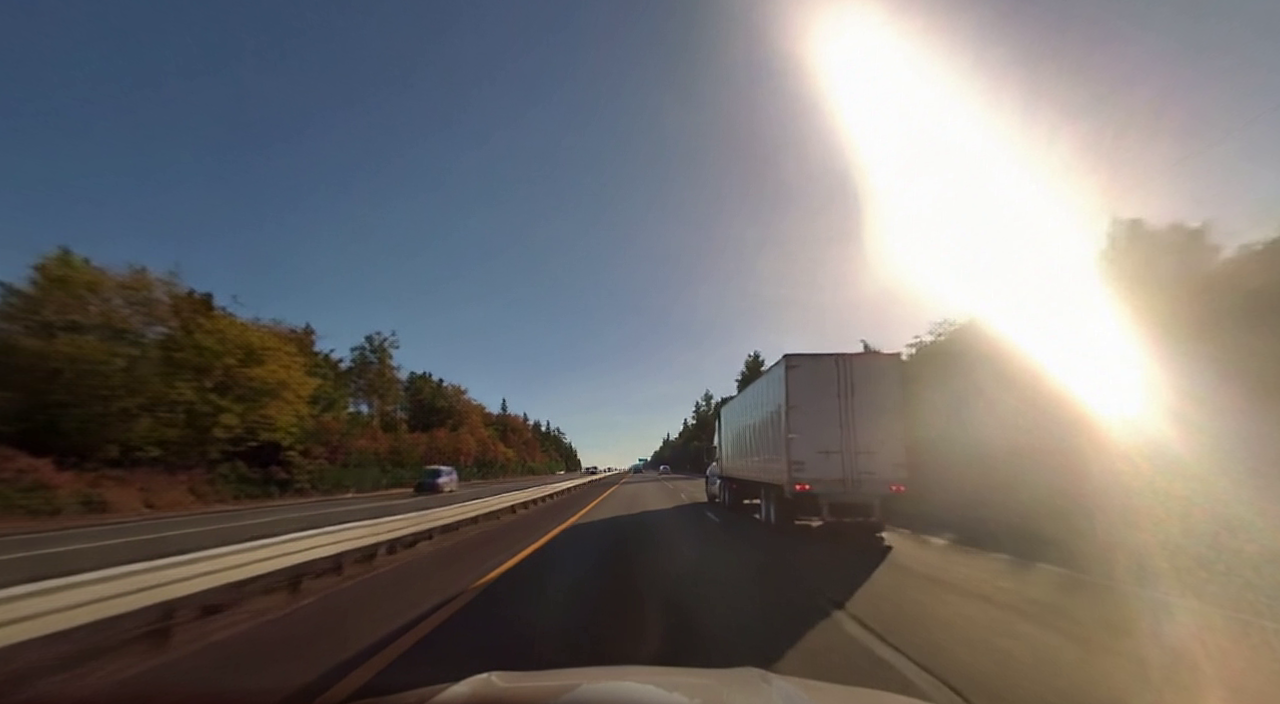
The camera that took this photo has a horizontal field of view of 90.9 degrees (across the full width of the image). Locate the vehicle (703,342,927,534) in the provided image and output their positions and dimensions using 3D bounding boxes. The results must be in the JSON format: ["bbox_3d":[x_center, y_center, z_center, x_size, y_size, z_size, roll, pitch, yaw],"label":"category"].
[{"bbox_3d":[4.390,3.022,20.200,3.204,4.102,13.306,0,-11,-1],"label":"vehicle"}]

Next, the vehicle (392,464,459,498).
[{"bbox_3d":[-11.343,6.855,33.693,1.917,1.639,4.598,0,-10,1],"label":"vehicle"}]
